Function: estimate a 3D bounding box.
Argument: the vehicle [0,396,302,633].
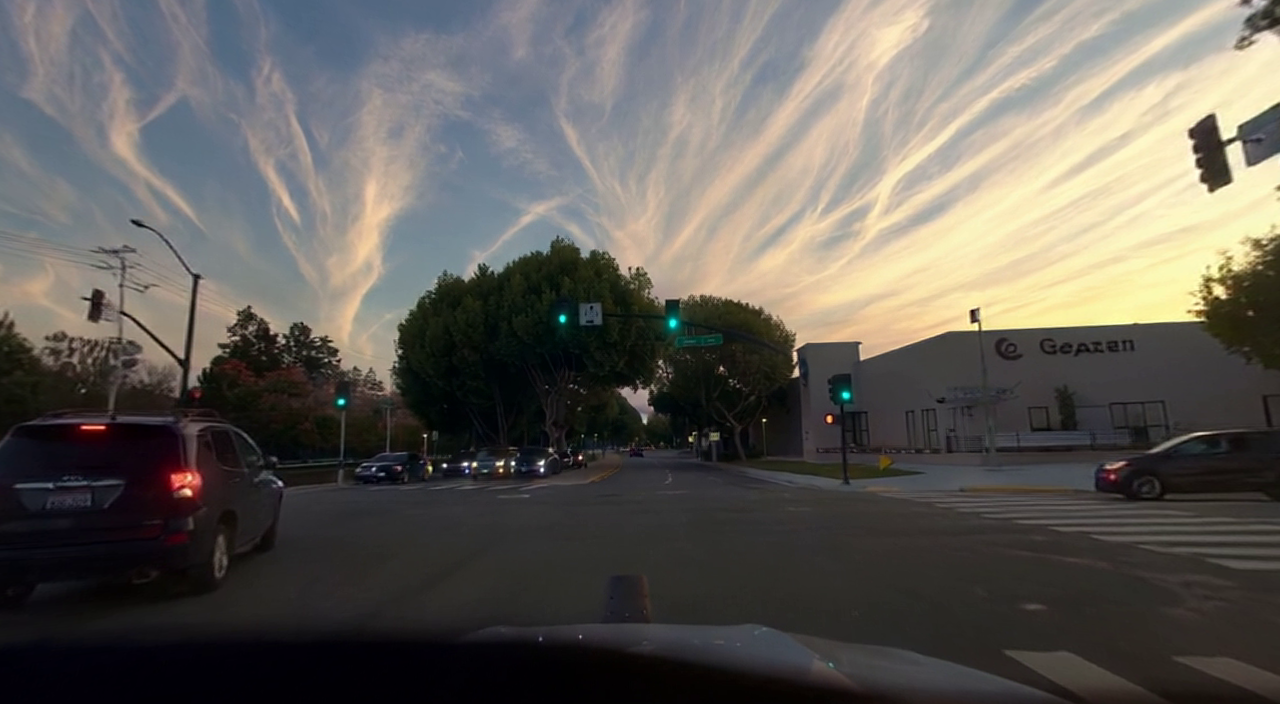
[{"bbox_3d":[-5.378,1.570,7.141,2.000,1.789,4.638,3,-9,-20],"label":"vehicle"}]

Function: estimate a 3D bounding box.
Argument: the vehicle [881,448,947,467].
[{"bbox_3d":[20.551,7.929,47.365,4.120,1.340,1.654,-1,-8,5],"label":"vehicle"}]

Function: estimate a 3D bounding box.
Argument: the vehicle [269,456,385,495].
[{"bbox_3d":[-13.654,5.388,27.881,2.011,1.480,4.747,-2,-9,12],"label":"vehicle"}]

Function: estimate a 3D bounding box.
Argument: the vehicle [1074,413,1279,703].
[{"bbox_3d":[3.568,0.849,1.516,1.966,1.490,4.429,0,-8,2],"label":"vehicle"}]

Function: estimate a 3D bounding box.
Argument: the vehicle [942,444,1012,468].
[{"bbox_3d":[21.485,6.628,40.212,3.576,1.425,1.702,2,-8,-11],"label":"vehicle"}]

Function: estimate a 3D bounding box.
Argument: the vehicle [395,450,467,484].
[{"bbox_3d":[-10.611,5.874,32.483,2.041,1.548,4.868,0,-8,0],"label":"vehicle"}]

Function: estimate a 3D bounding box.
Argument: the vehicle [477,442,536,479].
[{"bbox_3d":[-7.144,5.825,34.236,2.081,1.818,4.782,0,-8,1],"label":"vehicle"}]
